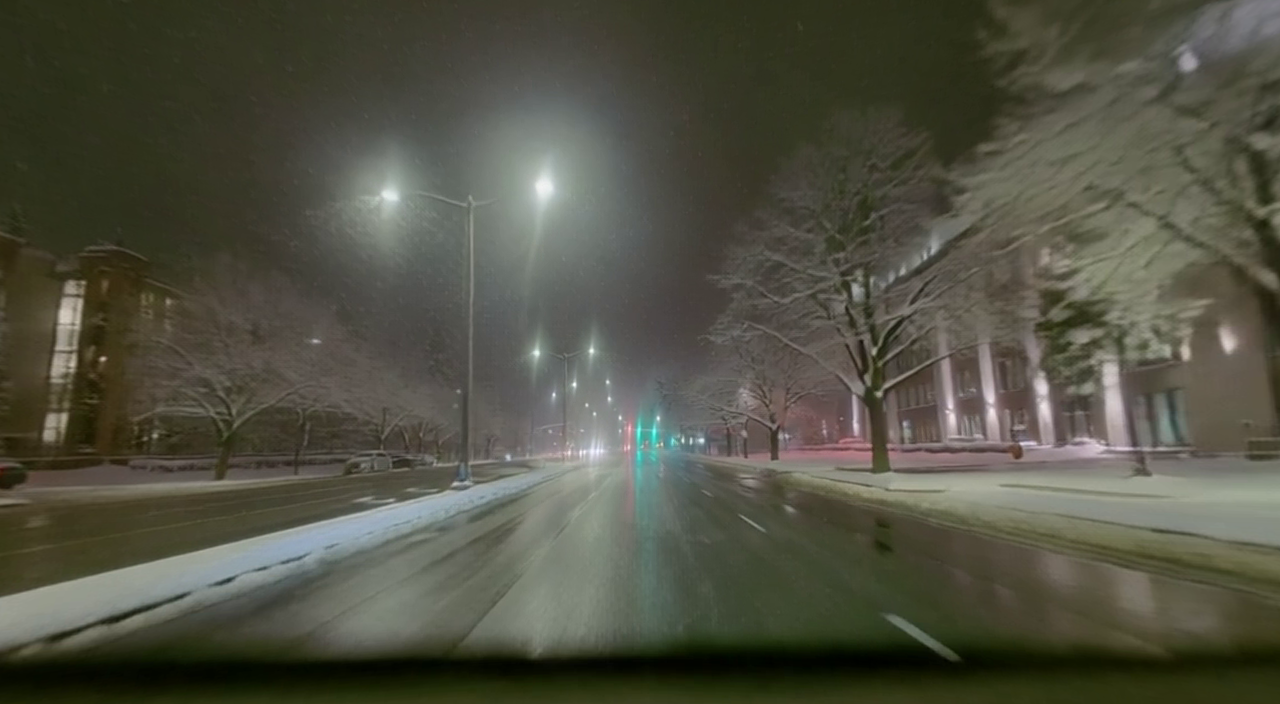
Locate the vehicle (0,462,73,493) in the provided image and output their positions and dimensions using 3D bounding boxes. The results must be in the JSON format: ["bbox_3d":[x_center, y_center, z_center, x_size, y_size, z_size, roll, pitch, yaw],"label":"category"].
[{"bbox_3d":[-31.979,6.406,32.280,1.947,1.444,4.313,-1,-9,1],"label":"vehicle"}]
